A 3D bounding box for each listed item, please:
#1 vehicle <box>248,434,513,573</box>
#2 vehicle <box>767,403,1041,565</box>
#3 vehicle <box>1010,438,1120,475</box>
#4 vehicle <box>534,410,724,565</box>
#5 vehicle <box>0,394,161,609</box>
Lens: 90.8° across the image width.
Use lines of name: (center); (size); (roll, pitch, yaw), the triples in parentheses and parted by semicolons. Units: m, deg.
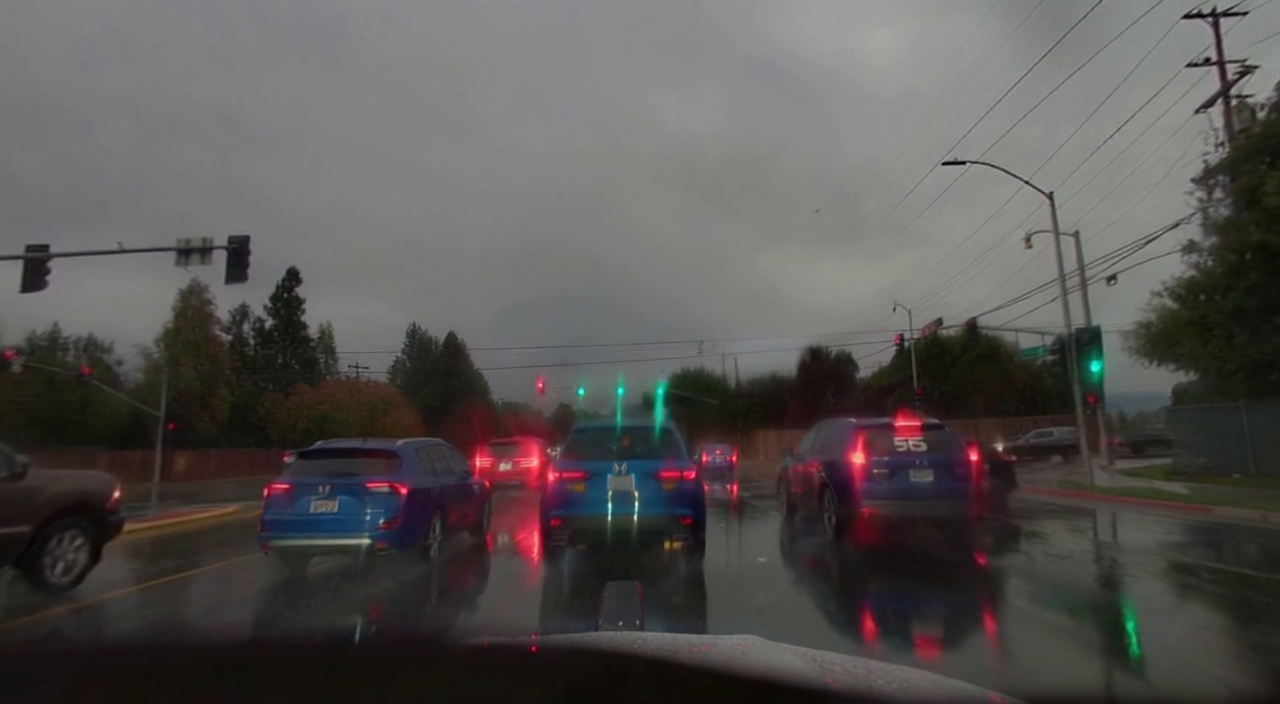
vehicle: (-3.221, 1.959, 9.033); (1.881, 1.466, 4.484); (0, -9, 0)
vehicle: (3.425, 1.816, 9.415); (1.999, 1.789, 4.583); (0, -9, -1)
vehicle: (18.352, 4.486, 27.255); (4.218, 1.458, 1.905); (4, -9, -25)
vehicle: (-0.108, 1.822, 9.156); (2.111, 1.712, 4.078); (0, -9, 1)
vehicle: (-6.497, 1.177, 4.754); (2.116, 1.812, 4.609); (0, -9, 0)
